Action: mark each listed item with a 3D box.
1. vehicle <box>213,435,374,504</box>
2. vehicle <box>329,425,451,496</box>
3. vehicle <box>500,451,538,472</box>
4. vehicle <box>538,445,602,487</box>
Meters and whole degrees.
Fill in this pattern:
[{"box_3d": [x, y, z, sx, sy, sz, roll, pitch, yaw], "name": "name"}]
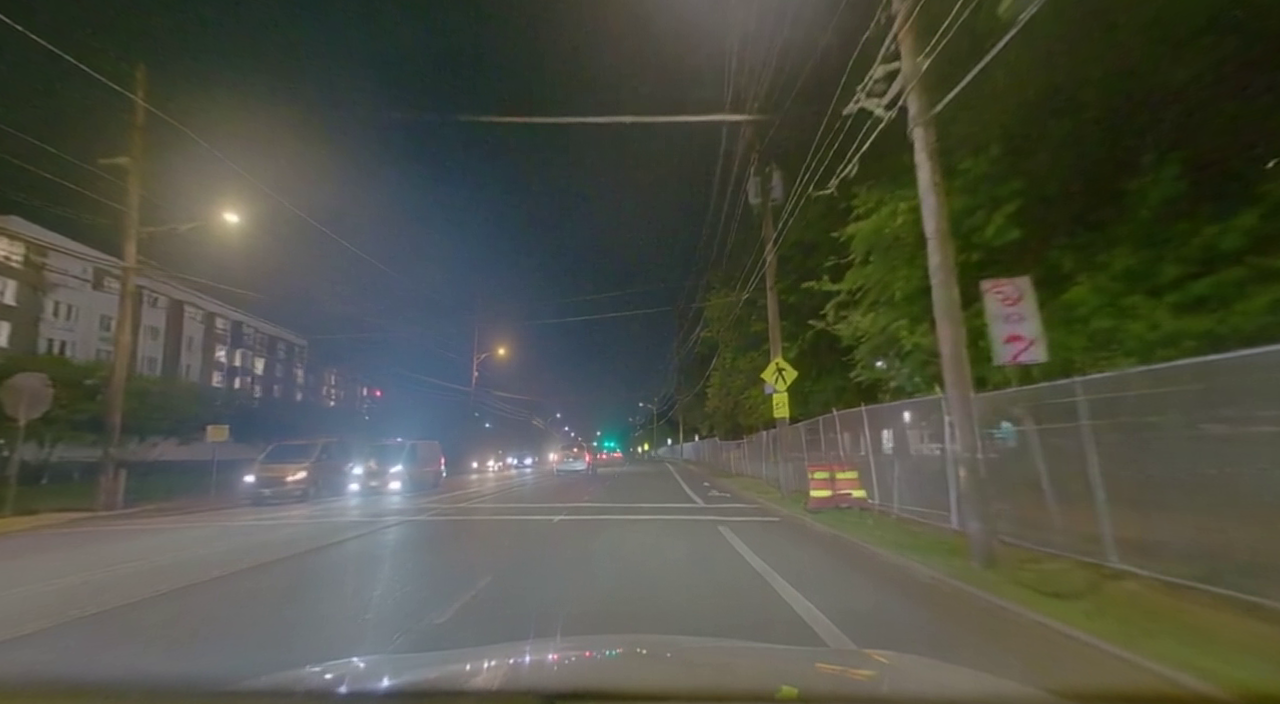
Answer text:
[{"box_3d": [-13.143, 4.496, 24.655, 2.584, 2.302, 6.400, 1, -9, 1], "name": "vehicle"}, {"box_3d": [-9.626, 4.242, 24.950, 2.377, 2.439, 5.510, 0, -9, 2], "name": "vehicle"}, {"box_3d": [-9.204, 8.338, 48.250, 2.007, 1.520, 4.466, 1, -9, 1], "name": "vehicle"}, {"box_3d": [-2.749, 4.578, 25.649, 1.992, 1.515, 4.289, 0, -9, 2], "name": "vehicle"}]
